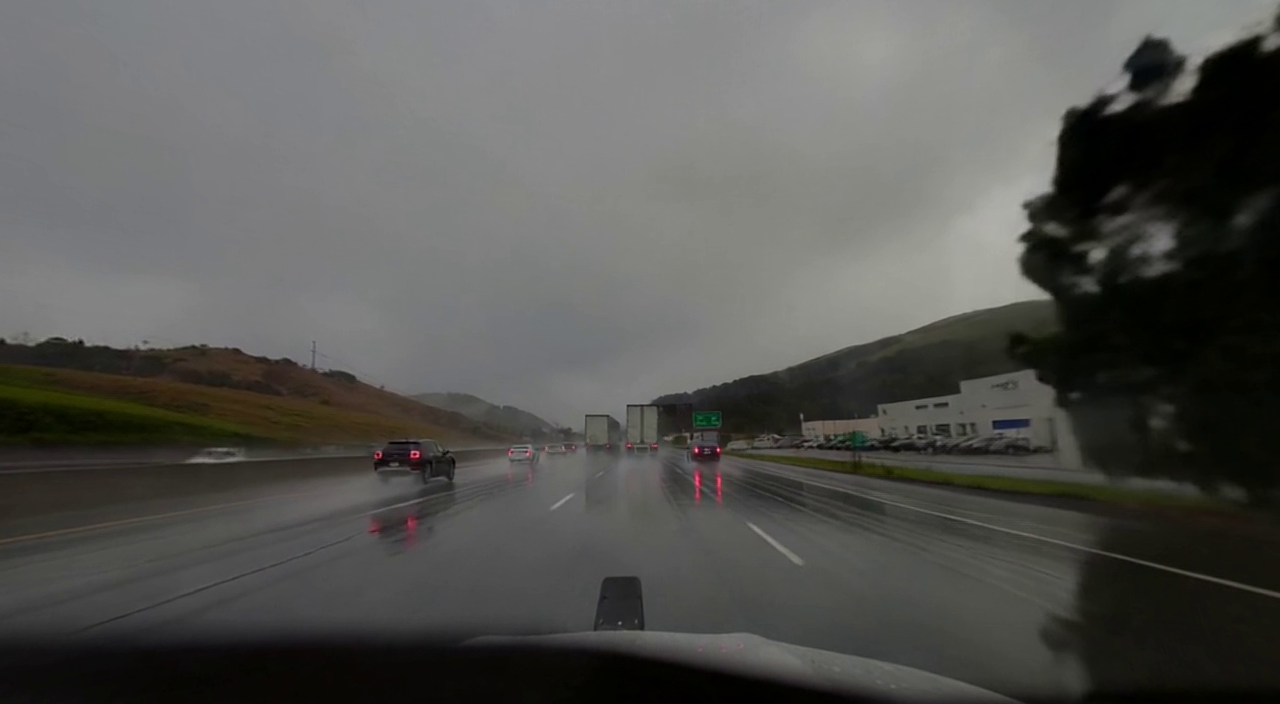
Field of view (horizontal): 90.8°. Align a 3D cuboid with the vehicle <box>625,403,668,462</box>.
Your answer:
[{"bbox_3d":[0.377,6.382,49.222,2.969,4.104,10.906,0,-9,-1],"label":"vehicle"}]

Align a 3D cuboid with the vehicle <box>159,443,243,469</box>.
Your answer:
[{"bbox_3d":[-32.762,7.785,47.384,2.109,1.753,5.778,0,-9,0],"label":"vehicle"}]

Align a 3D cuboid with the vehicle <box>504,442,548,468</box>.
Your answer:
[{"bbox_3d":[-7.035,6.407,39.458,1.891,1.460,4.506,0,-9,0],"label":"vehicle"}]

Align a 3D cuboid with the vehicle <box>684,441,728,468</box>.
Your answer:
[{"bbox_3d":[3.703,5.834,36.177,2.006,1.452,4.246,0,-9,-1],"label":"vehicle"}]

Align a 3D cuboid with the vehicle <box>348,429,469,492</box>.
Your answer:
[{"bbox_3d":[-7.209,3.427,20.224,2.122,1.754,4.379,0,-9,1],"label":"vehicle"}]
